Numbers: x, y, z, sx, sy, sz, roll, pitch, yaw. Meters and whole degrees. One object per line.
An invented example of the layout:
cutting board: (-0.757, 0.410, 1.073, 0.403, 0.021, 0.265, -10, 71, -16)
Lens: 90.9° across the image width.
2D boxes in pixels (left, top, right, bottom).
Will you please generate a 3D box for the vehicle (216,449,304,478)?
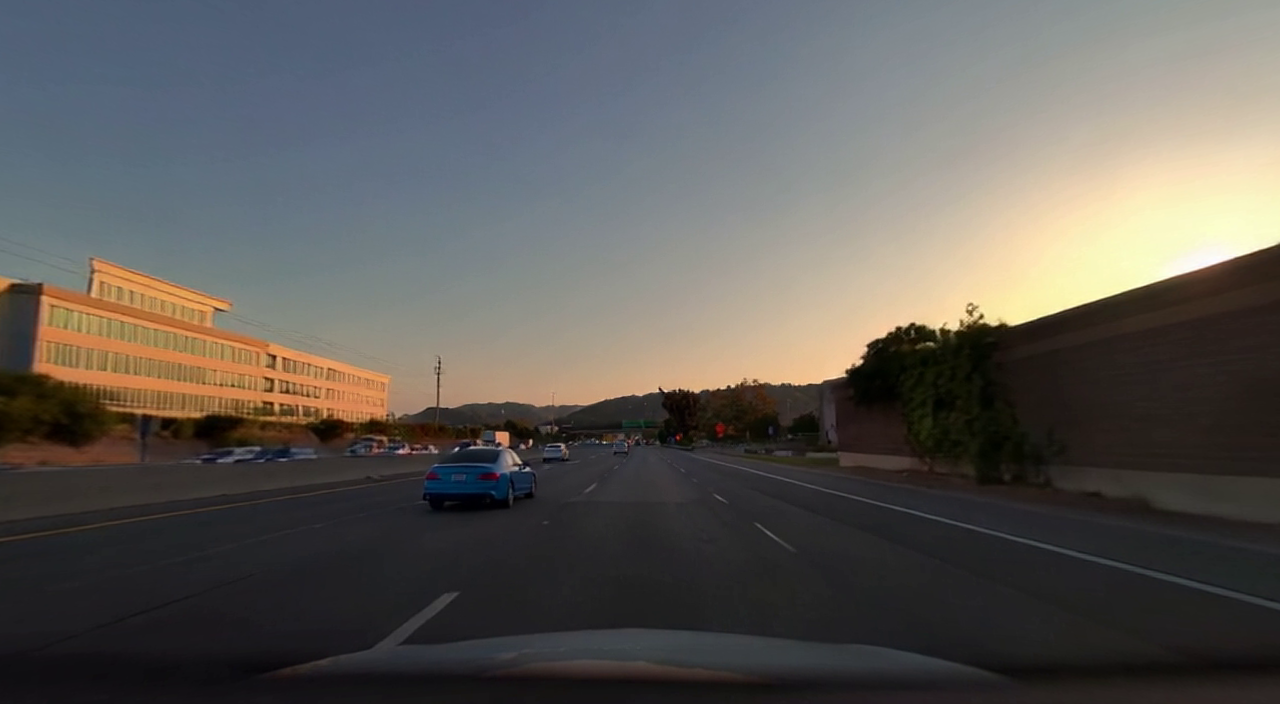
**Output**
vehicle: (-21.162, 6.204, 35.367, 1.898, 1.481, 4.682, 0, -8, 1)

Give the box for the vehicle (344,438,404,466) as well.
vehicle: (-20.847, 7.833, 49.699, 2.160, 2.020, 5.622, 0, -8, 1)

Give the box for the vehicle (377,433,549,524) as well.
vehicle: (-3.475, 2.596, 13.613, 2.144, 1.565, 4.951, 0, -8, 2)

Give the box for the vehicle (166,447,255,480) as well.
vehicle: (-24.261, 6.281, 35.854, 1.962, 1.683, 4.387, 0, -8, 0)
